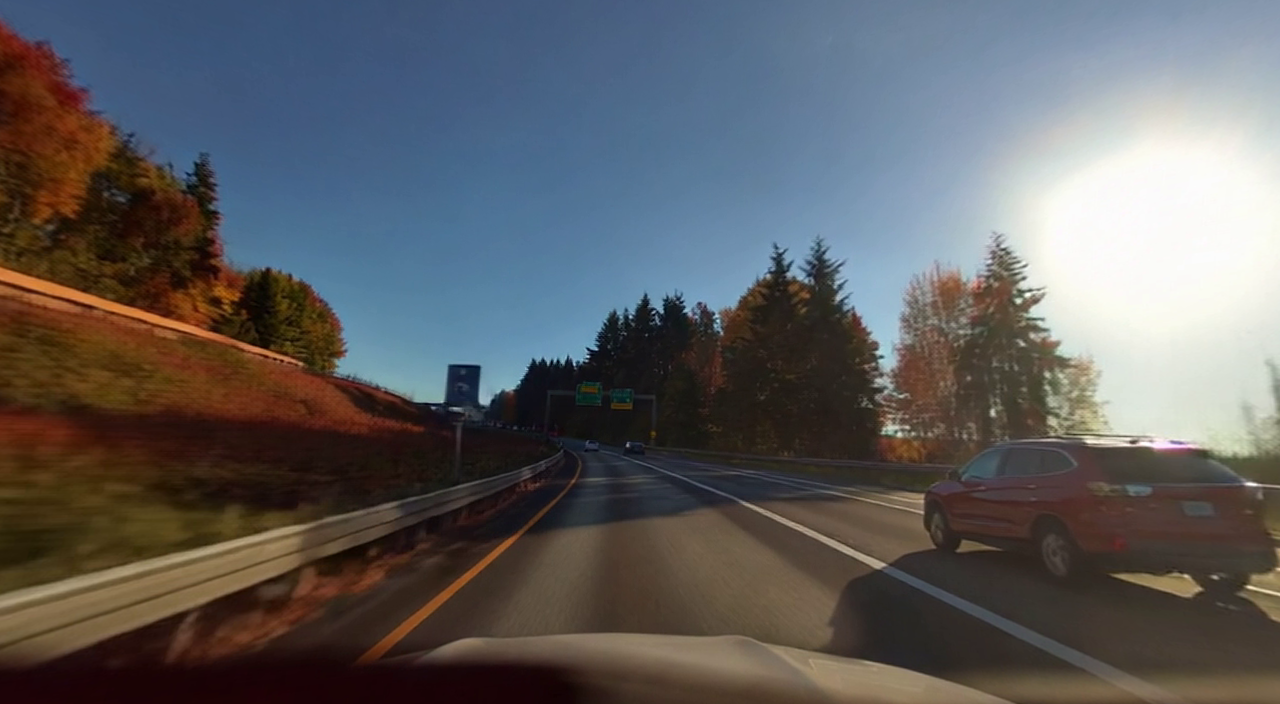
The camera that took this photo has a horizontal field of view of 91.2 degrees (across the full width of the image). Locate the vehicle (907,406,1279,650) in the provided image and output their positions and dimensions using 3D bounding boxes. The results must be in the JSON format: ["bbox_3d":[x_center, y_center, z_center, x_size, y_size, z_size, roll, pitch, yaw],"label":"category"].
[{"bbox_3d":[4.520,1.430,6.084,1.952,1.536,4.036,0,-9,-1],"label":"vehicle"}]
